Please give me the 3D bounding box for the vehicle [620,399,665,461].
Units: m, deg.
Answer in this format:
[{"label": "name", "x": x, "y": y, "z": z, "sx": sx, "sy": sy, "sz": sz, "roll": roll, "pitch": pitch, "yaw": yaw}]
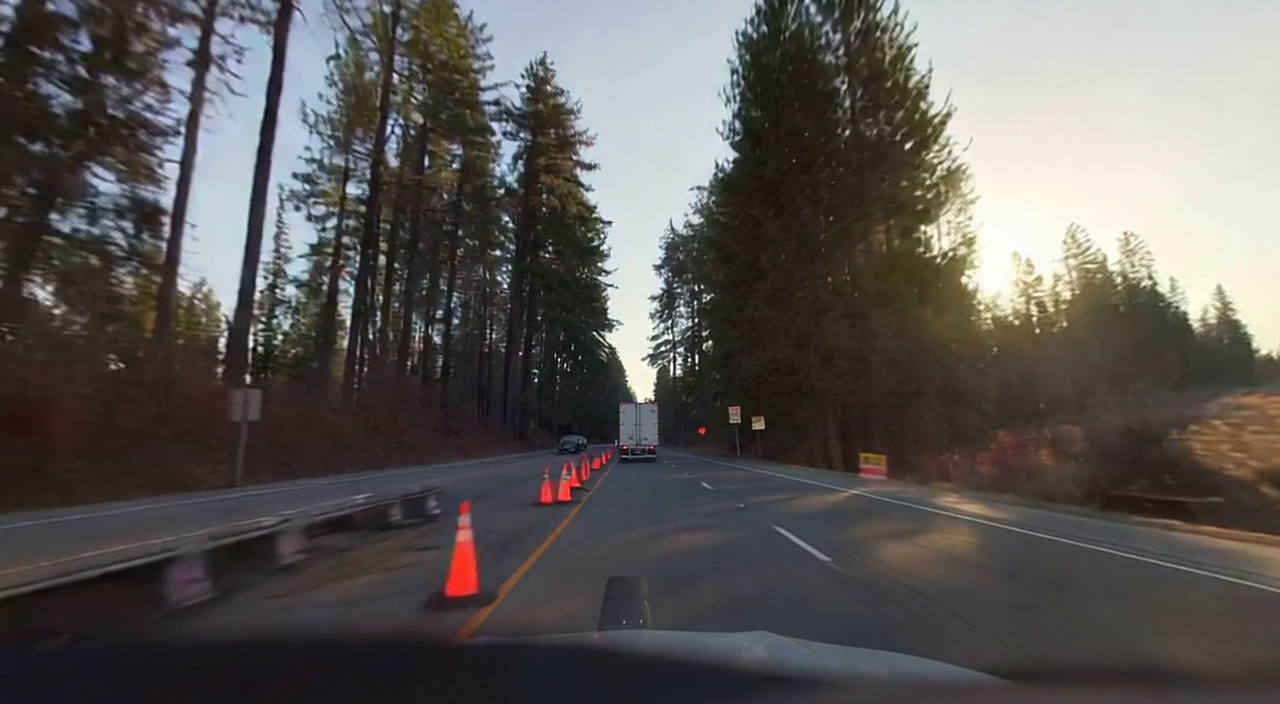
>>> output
[{"label": "vehicle", "x": 0.013, "y": 5.974, "z": 47.161, "sx": 2.935, "sy": 4.068, "sz": 11.036, "roll": 0, "pitch": -8, "yaw": -2}]
